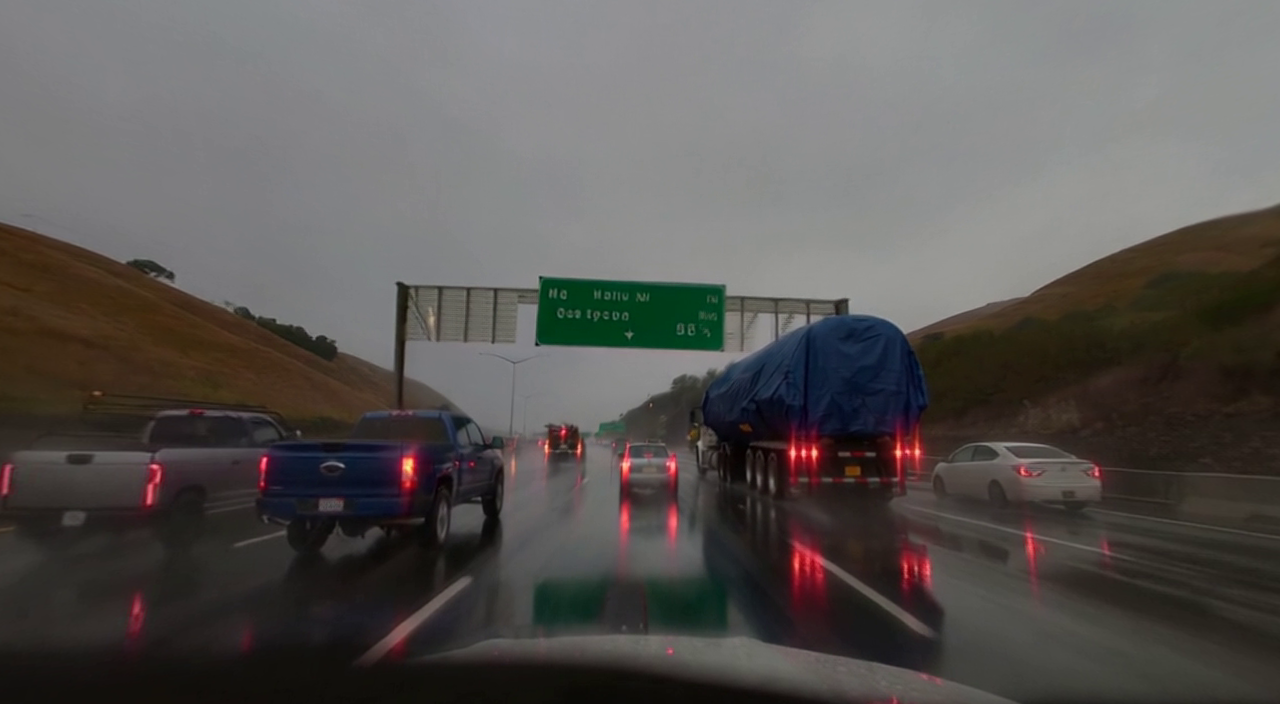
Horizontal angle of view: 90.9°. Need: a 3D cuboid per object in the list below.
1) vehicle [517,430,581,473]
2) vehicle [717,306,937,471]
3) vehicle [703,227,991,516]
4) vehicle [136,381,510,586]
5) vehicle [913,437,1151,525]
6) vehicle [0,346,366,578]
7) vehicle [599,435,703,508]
[{"bbox_3d":[-4.061,4.541,29.027,2.348,1.821,5.061,0,-8,-2],"label":"vehicle"},{"bbox_3d":[3.378,0.941,13.023,2.790,2.718,5.253,0,-8,-1],"label":"vehicle"},{"bbox_3d":[3.392,0.982,14.295,2.759,4.098,10.906,0,-8,0],"label":"vehicle"},{"bbox_3d":[-3.502,1.602,8.616,2.318,1.902,5.374,0,-8,0],"label":"vehicle"},{"bbox_3d":[7.686,2.522,13.025,2.092,1.495,4.194,0,-8,-2],"label":"vehicle"},{"bbox_3d":[-7.550,1.594,9.909,3.150,2.303,7.133,0,-8,1],"label":"vehicle"},{"bbox_3d":[0.169,2.722,14.897,2.105,1.471,3.978,0,-8,-2],"label":"vehicle"}]
